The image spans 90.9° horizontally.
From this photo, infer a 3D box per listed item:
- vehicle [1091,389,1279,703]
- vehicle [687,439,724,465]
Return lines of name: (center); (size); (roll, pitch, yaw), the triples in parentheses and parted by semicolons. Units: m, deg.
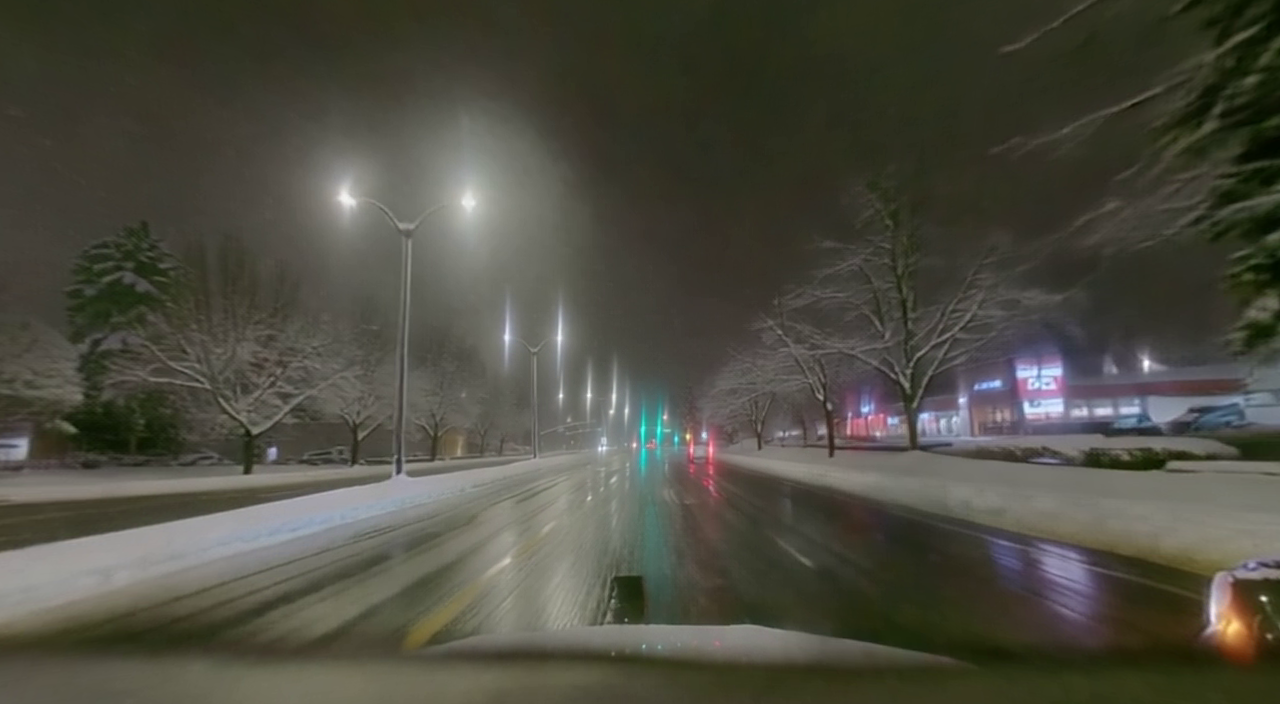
vehicle: (3.529, 0.708, 1.108); (1.995, 1.528, 4.732); (0, -8, 1)
vehicle: (4.346, 6.729, 42.553); (2.007, 1.683, 4.171); (0, -8, -1)
